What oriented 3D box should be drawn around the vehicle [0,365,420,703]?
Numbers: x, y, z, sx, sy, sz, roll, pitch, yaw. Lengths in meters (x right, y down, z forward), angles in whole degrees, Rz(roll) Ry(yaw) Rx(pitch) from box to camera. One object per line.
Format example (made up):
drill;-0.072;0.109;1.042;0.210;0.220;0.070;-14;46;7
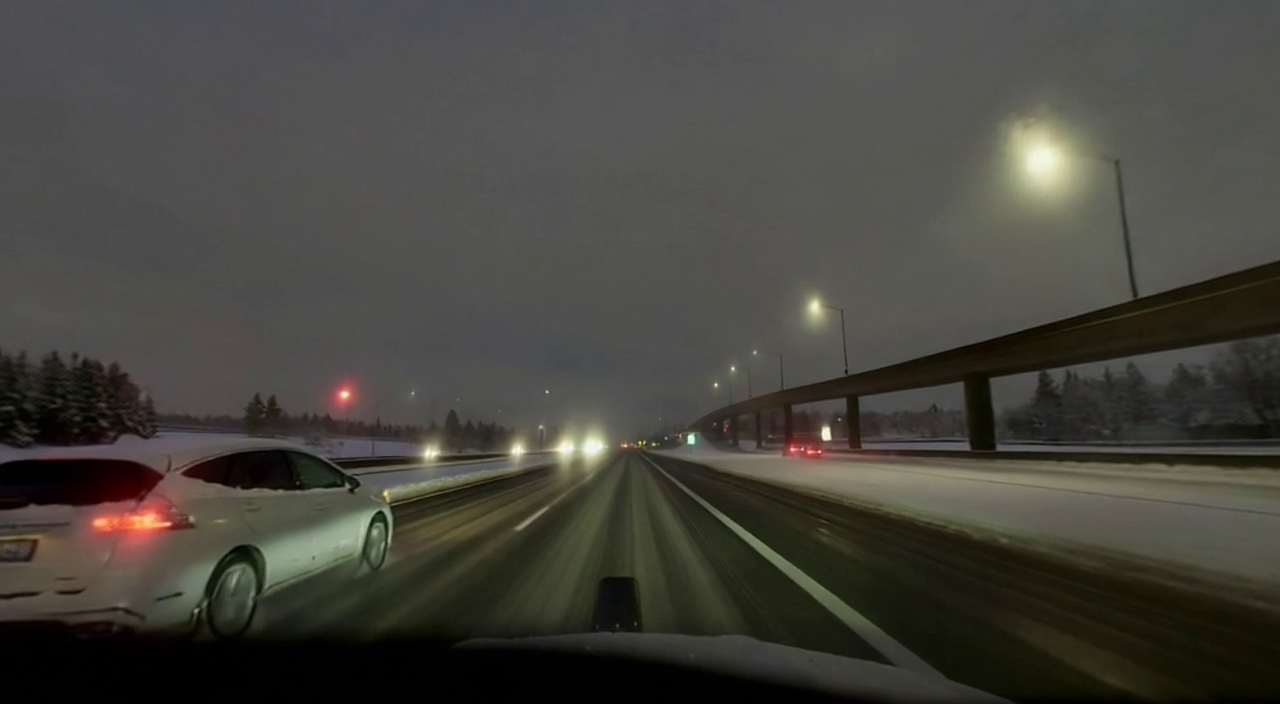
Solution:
vehicle;-3.561;1.218;4.894;2.178;1.699;4.321;0;-8;-1
